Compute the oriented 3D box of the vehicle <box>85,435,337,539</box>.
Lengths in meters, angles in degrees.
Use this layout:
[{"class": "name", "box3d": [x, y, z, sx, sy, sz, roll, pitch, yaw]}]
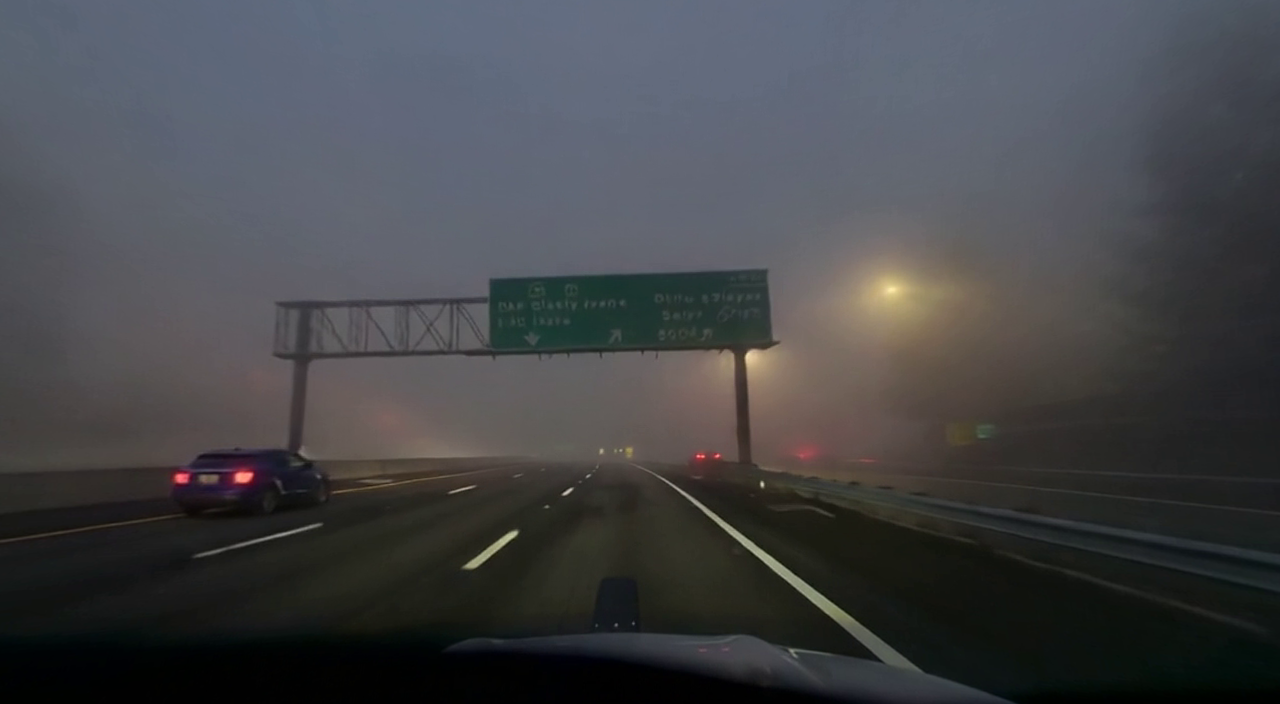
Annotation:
[{"class": "vehicle", "box3d": [-7.746, 2.450, 12.041, 1.924, 1.601, 4.115, 0, -9, -1]}]
